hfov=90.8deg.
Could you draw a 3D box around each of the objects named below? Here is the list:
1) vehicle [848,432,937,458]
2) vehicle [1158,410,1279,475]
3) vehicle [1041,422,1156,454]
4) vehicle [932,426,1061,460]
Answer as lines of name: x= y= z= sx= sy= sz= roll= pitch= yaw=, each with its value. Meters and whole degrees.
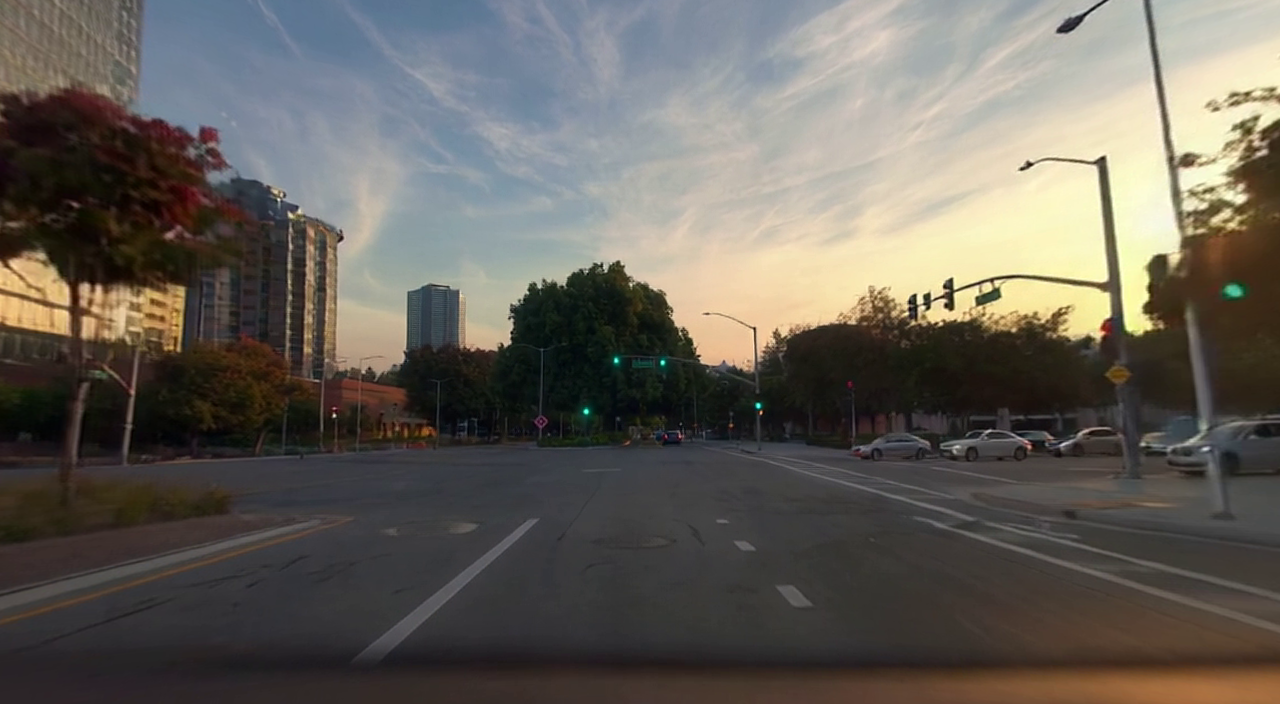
vehicle: x=13.614 y=5.050 z=34.226 sx=4.046 sy=1.306 sz=1.719 roll=-1 pitch=-8 yaw=5
vehicle: x=19.453 y=2.767 z=19.401 sx=5.212 sy=1.864 sz=2.044 roll=0 pitch=-8 yaw=-1
vehicle: x=24.977 y=4.718 z=34.559 sx=4.571 sy=1.698 sz=1.977 roll=-1 pitch=-8 yaw=3
vehicle: x=16.518 y=4.235 z=29.426 sx=4.916 sy=1.504 sz=1.846 roll=0 pitch=-8 yaw=-2
